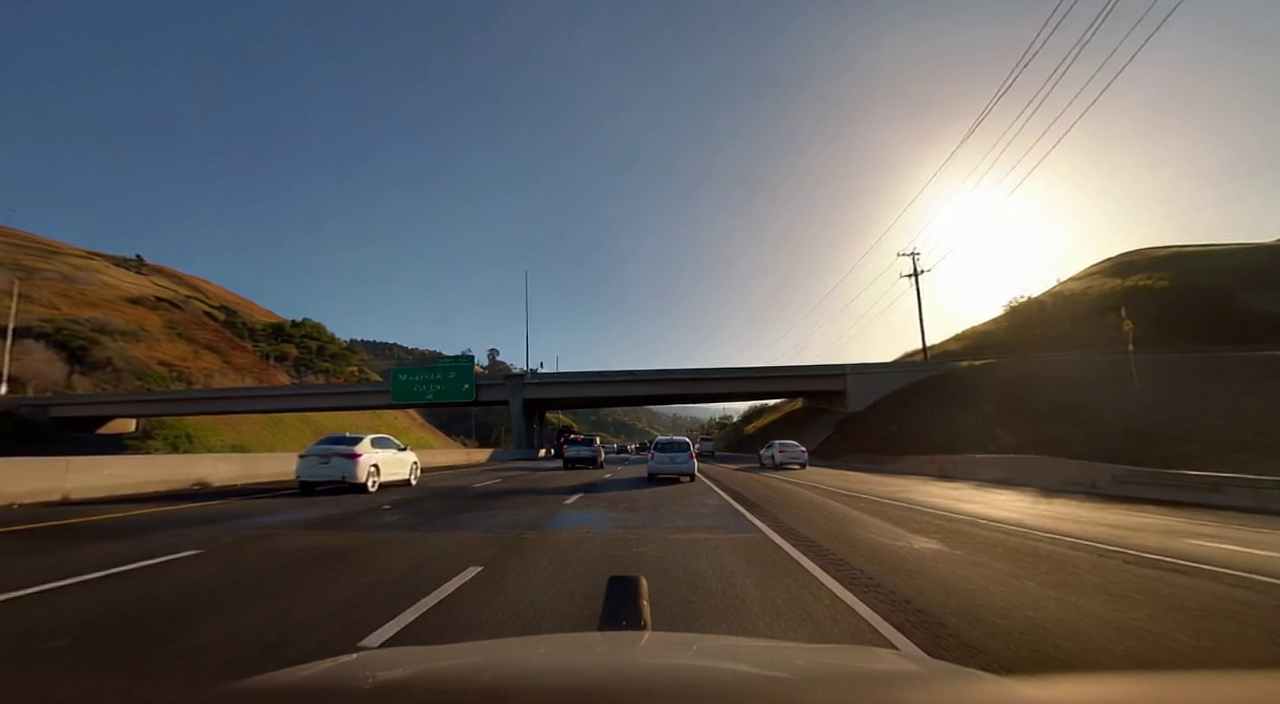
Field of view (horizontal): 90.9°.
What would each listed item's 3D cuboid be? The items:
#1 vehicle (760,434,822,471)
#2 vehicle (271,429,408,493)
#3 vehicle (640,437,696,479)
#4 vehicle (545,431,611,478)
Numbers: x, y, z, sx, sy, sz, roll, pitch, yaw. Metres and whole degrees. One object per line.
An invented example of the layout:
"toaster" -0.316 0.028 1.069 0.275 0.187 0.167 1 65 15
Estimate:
"vehicle" 8.528 5.736 36.063 2.059 1.938 4.793 0 -8 -4
"vehicle" -8.944 3.284 19.336 2.062 1.702 4.587 0 -8 -2
"vehicle" 1.137 4.467 26.803 2.193 1.651 3.946 0 -8 1
"vehicle" -2.631 4.515 27.998 2.228 1.845 4.847 -1 -8 2
